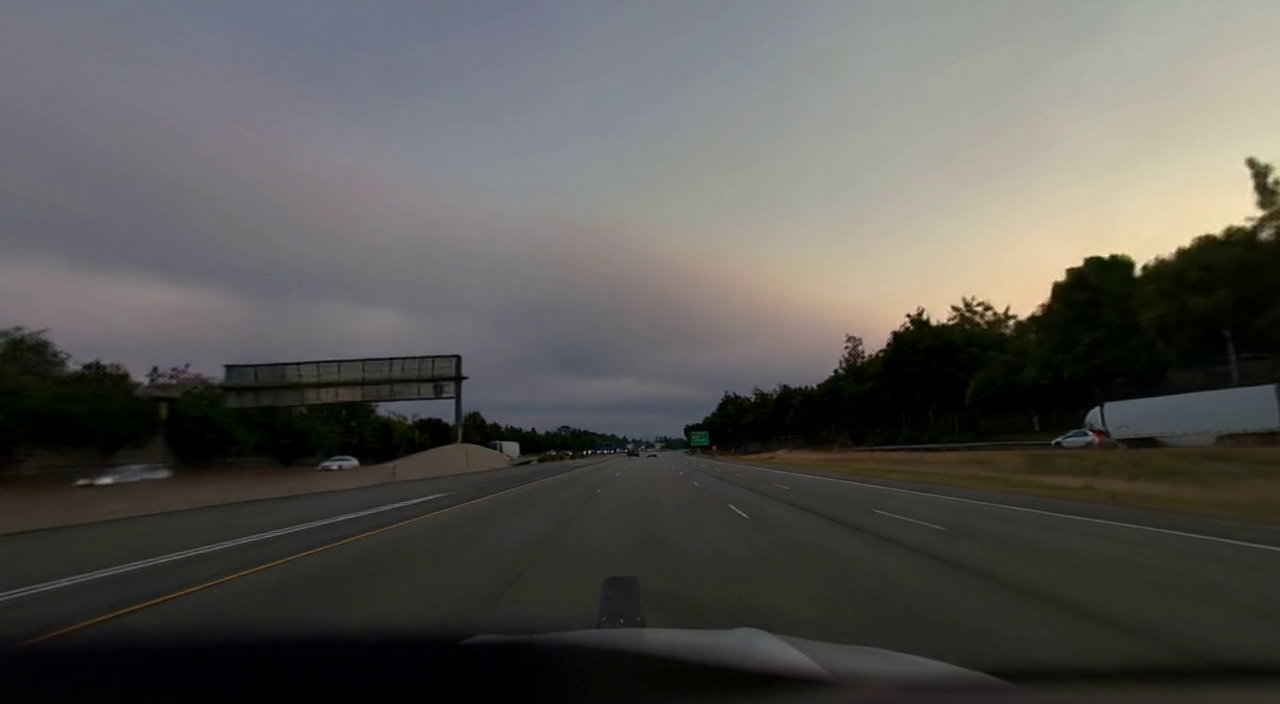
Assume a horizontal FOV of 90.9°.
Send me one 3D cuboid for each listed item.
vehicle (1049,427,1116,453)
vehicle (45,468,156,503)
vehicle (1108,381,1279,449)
[{"bbox_3d":[33.529,6.719,47.845,2.038,1.823,3.744,1,-9,-9],"label":"vehicle"},{"bbox_3d":[-28.453,7.004,33.434,1.772,1.575,4.542,0,-9,1],"label":"vehicle"},{"bbox_3d":[39.011,4.492,42.383,2.876,4.046,13.881,1,-9,-8],"label":"vehicle"}]
